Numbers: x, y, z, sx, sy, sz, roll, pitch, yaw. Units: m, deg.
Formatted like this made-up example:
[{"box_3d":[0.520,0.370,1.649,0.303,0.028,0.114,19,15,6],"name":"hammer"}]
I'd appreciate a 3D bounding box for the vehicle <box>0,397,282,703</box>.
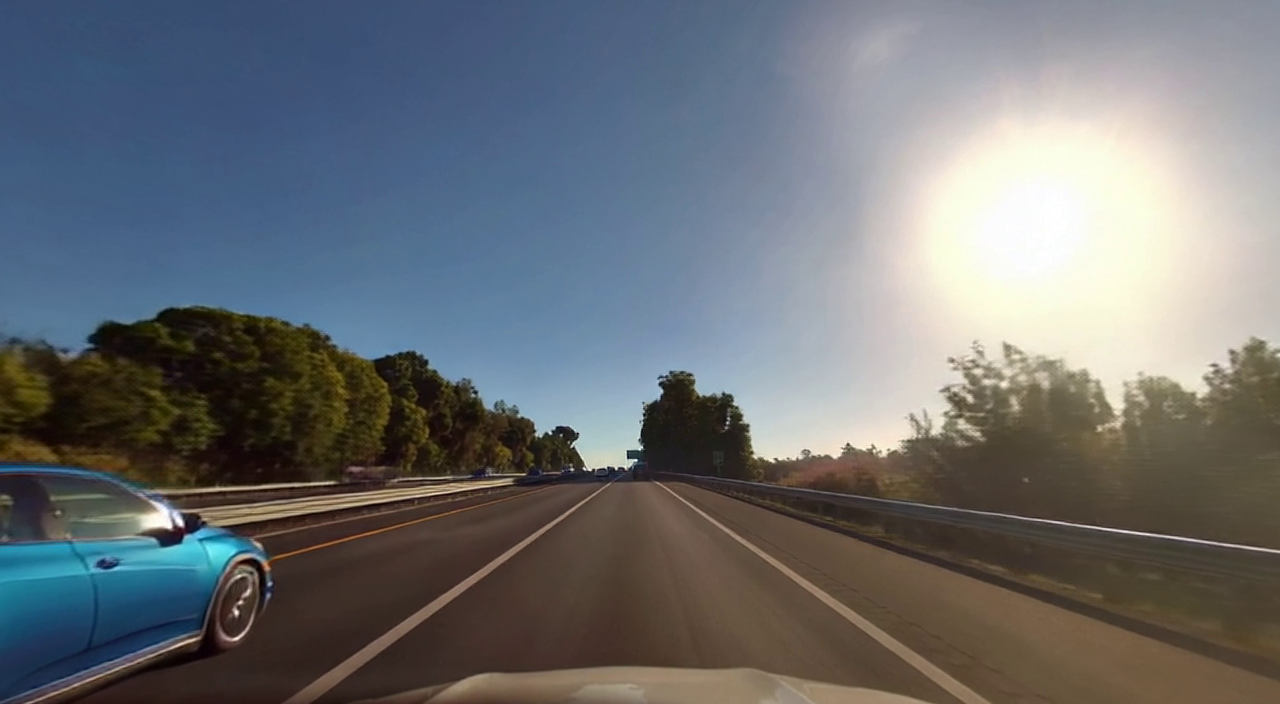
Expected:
[{"box_3d":[-3.478,0.887,2.224,2.017,1.516,4.041,1,-11,0],"name":"vehicle"}]
